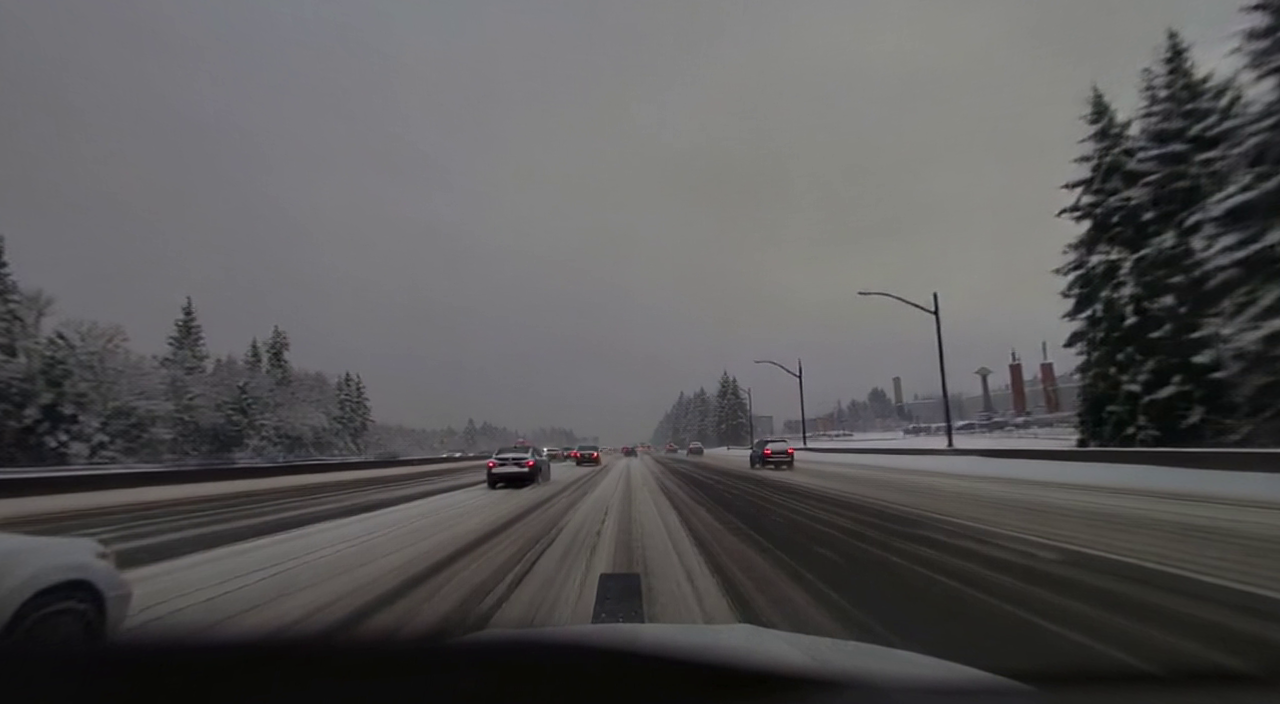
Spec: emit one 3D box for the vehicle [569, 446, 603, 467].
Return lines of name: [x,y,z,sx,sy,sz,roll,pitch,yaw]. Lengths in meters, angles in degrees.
vehicle: [-3.891,7.603,46.203,2.078,1.464,4.093,0,-9,0]

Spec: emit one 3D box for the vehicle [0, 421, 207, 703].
vehicle: [-3.533,0.844,1.486,1.959,1.433,4.291,0,-9,0]

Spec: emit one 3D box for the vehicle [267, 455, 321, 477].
vehicle: [-24.586,8.105,45.049,1.759,1.490,3.716,0,-9,-1]

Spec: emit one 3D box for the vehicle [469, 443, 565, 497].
vehicle: [-3.673,3.623,19.771,2.047,1.469,4.614,0,-9,1]

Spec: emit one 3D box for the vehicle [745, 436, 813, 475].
vehicle: [6.807,5.125,31.489,2.147,1.769,4.666,0,-9,-2]
